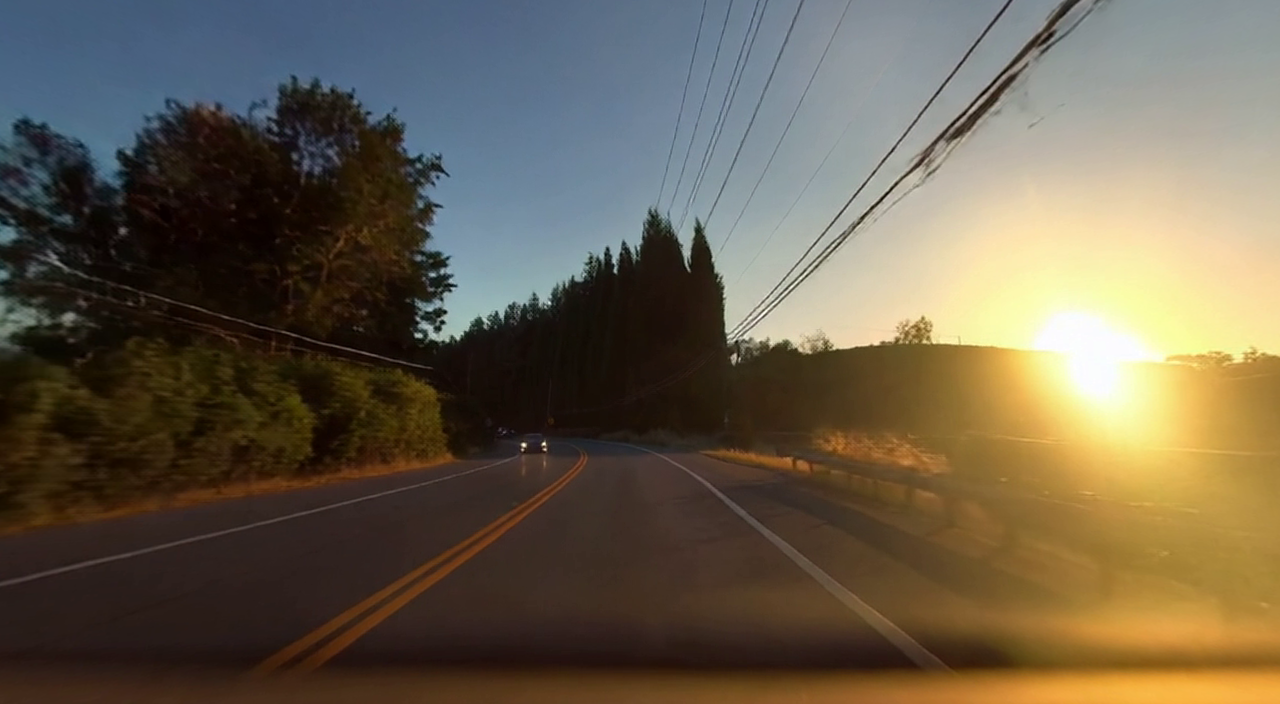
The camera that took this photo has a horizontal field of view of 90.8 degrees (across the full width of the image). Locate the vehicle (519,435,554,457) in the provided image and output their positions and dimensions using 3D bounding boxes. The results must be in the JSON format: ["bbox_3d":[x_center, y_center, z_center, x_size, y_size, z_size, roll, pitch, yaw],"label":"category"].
[{"bbox_3d":[-7.141,6.513,43.898,2.060,1.466,4.263,1,-8,-5],"label":"vehicle"}]
